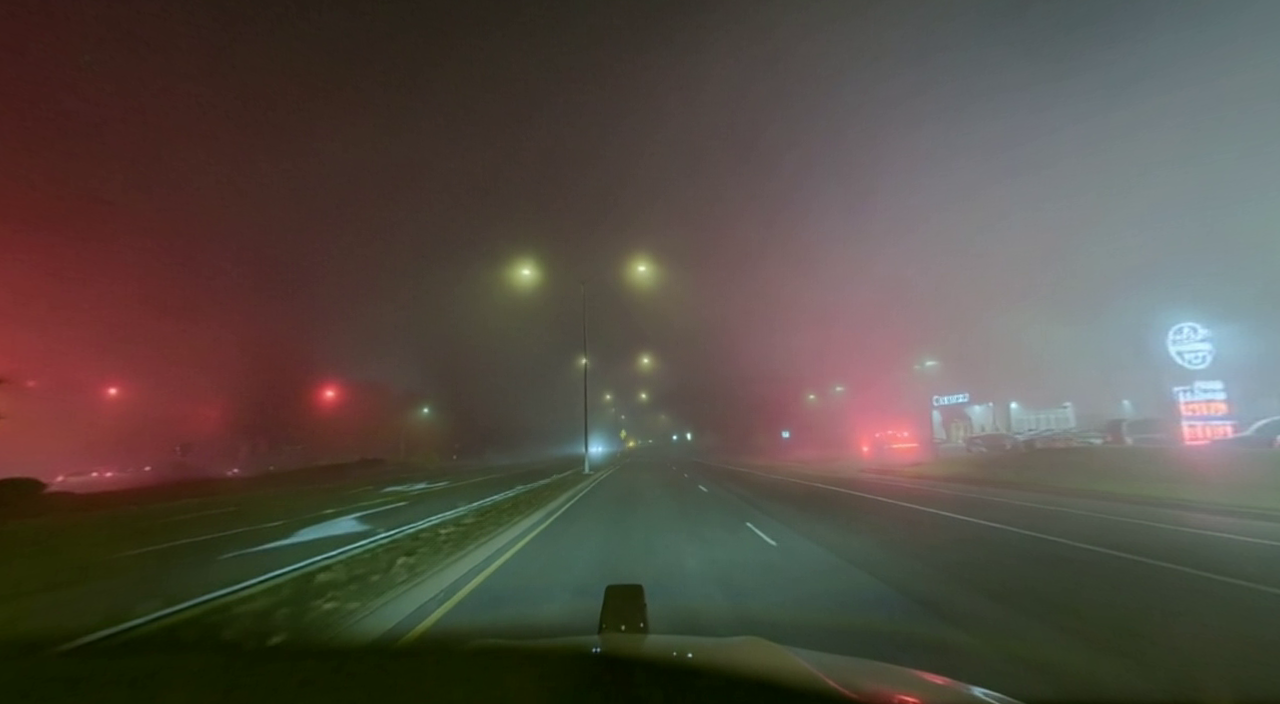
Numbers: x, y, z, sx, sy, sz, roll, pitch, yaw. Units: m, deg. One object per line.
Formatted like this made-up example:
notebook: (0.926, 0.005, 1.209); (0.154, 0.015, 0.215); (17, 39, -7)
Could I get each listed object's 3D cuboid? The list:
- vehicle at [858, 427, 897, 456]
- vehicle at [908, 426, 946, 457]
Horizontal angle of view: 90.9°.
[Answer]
vehicle: (18.042, 6.775, 47.618); (2.425, 2.043, 5.455); (-4, -9, 23)
vehicle: (21.943, 6.808, 48.313); (2.240, 2.095, 5.149); (-6, -7, 22)
